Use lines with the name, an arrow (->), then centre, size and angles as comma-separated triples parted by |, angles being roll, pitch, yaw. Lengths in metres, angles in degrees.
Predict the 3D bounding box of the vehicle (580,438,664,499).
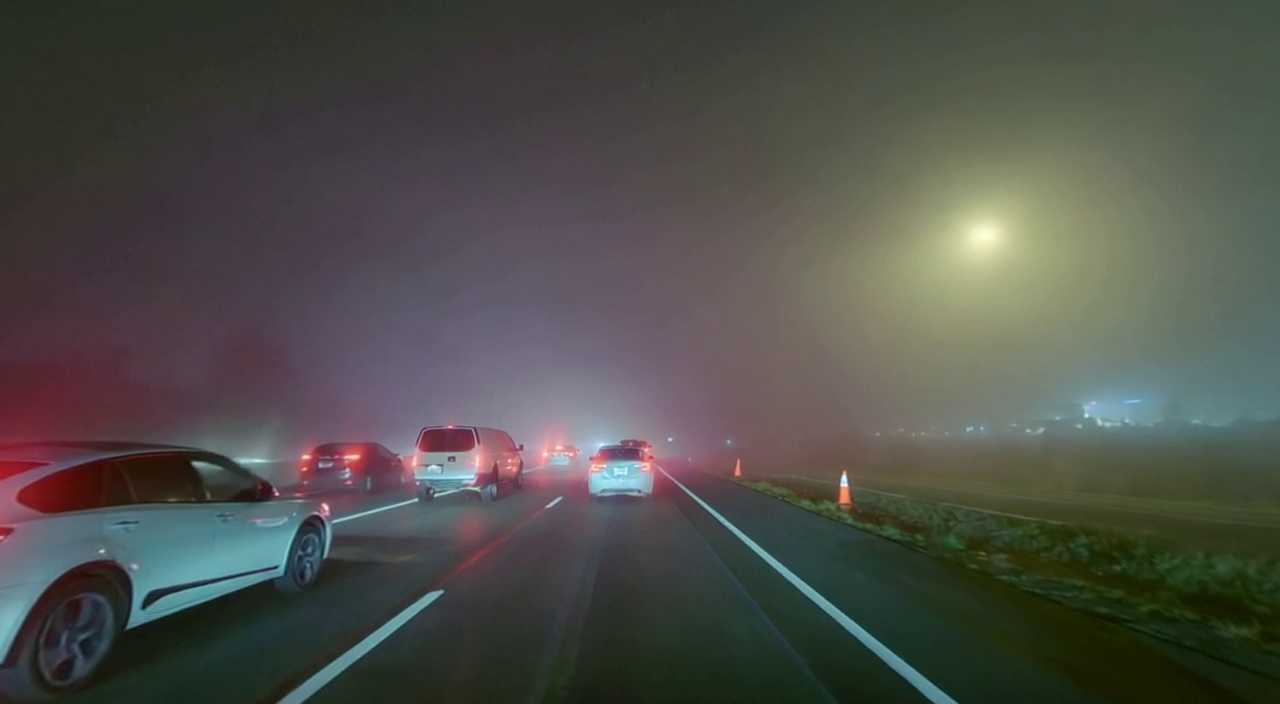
vehicle -> -0.473, 3.160, 17.594 | 2.069, 1.484, 3.918 | 0, -9, -1

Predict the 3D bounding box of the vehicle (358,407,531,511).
vehicle -> -4.294, 2.514, 15.209 | 2.324, 2.012, 5.740 | 0, -9, 0

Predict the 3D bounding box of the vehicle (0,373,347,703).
vehicle -> -3.888, 1.053, 3.835 | 2.041, 1.604, 4.384 | 0, -9, 1

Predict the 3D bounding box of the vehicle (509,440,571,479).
vehicle -> -3.995, 4.353, 25.901 | 1.824, 1.459, 4.007 | 0, -9, 1
